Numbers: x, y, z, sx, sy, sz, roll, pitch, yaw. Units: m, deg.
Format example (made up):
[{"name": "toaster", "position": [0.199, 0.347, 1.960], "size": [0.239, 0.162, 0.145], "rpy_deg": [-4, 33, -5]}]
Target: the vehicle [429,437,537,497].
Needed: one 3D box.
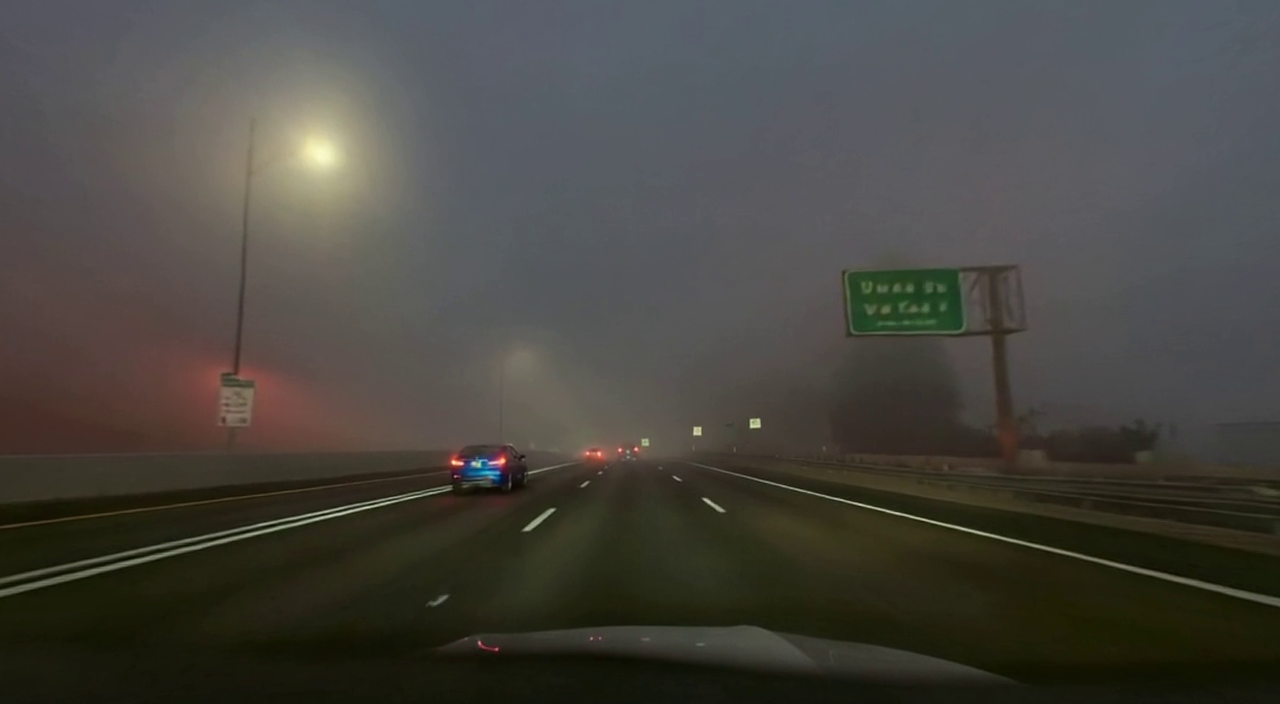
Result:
[{"name": "vehicle", "position": [-4.421, 3.305, 18.444], "size": [2.120, 1.537, 4.139], "rpy_deg": [0, -8, -1]}]
